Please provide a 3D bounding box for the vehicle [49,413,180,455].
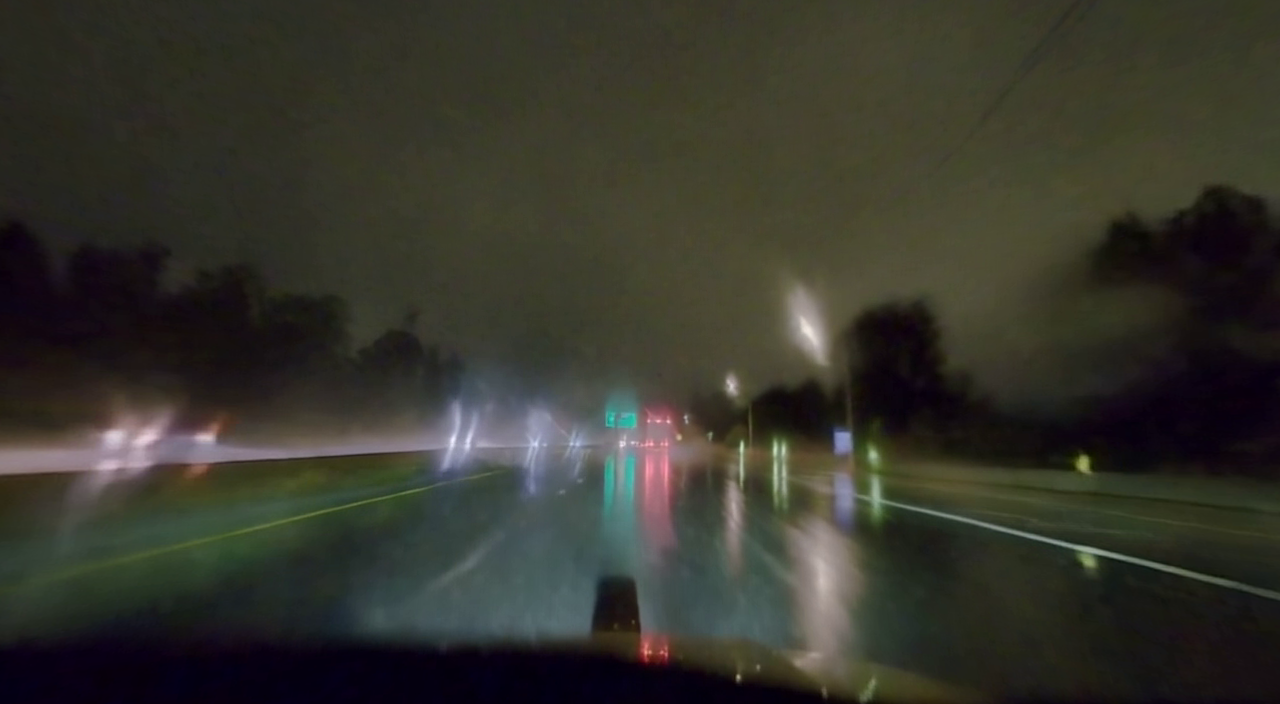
[{"bbox_3d":[-20.535,3.239,24.820,1.851,1.510,3.810,0,-8,0],"label":"vehicle"}]
